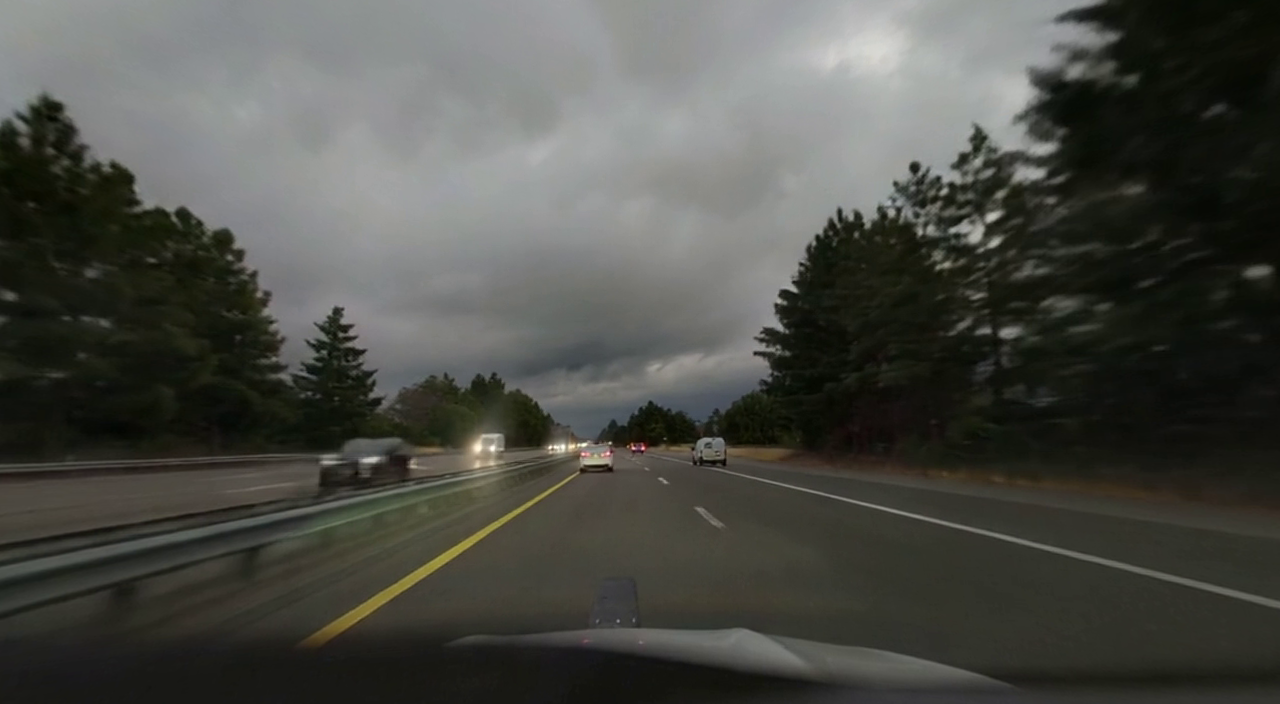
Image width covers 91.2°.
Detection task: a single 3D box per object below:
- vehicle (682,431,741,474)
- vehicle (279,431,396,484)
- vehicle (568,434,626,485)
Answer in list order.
[{"bbox_3d":[3.394,4.921,30.764,2.179,1.930,4.538,0,-9,-2],"label":"vehicle"},{"bbox_3d":[-10.050,3.552,21.264,1.913,1.603,4.233,0,-9,-1],"label":"vehicle"},{"bbox_3d":[-1.507,4.011,23.584,1.963,1.711,4.284,0,-9,-1],"label":"vehicle"}]
